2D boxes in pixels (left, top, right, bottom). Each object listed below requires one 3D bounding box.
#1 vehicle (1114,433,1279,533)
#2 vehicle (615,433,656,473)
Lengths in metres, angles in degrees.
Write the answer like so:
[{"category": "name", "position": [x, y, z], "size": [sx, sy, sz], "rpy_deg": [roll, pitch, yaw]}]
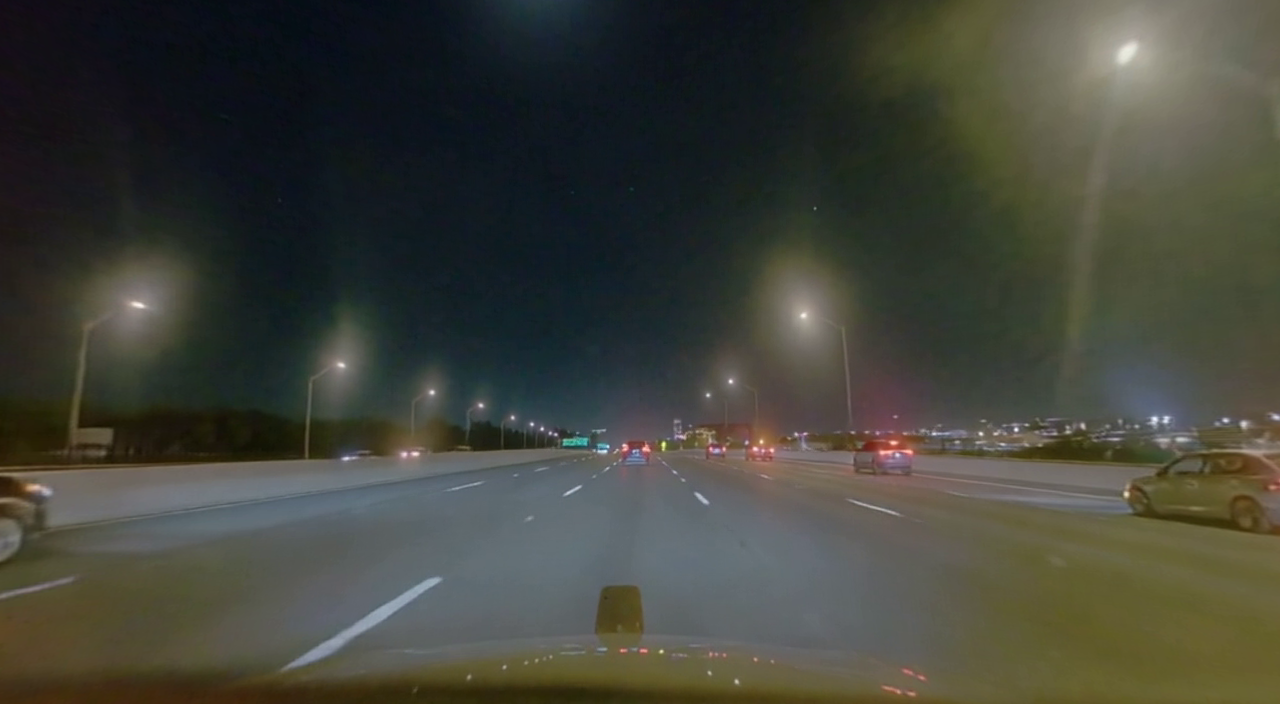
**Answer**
[{"category": "vehicle", "position": [10.197, 2.019, 9.981], "size": [1.900, 1.432, 4.519], "rpy_deg": [0, -8, 0]}, {"category": "vehicle", "position": [-0.186, 5.011, 31.453], "size": [1.893, 1.827, 4.513], "rpy_deg": [0, -9, 1]}]
